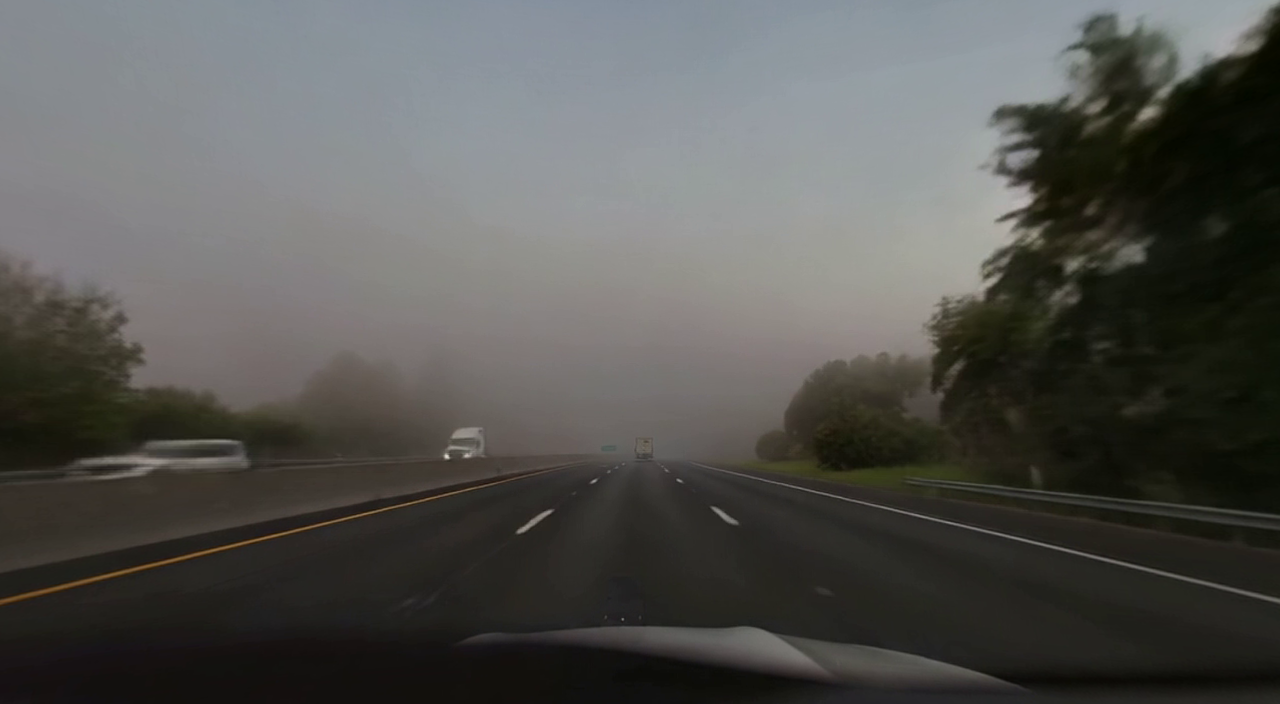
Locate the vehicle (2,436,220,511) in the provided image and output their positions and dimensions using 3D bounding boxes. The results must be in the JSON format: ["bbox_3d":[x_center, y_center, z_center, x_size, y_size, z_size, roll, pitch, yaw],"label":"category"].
[{"bbox_3d":[-15.383,3.534,18.863,2.011,1.912,5.110,0,-9,0],"label":"vehicle"}]
